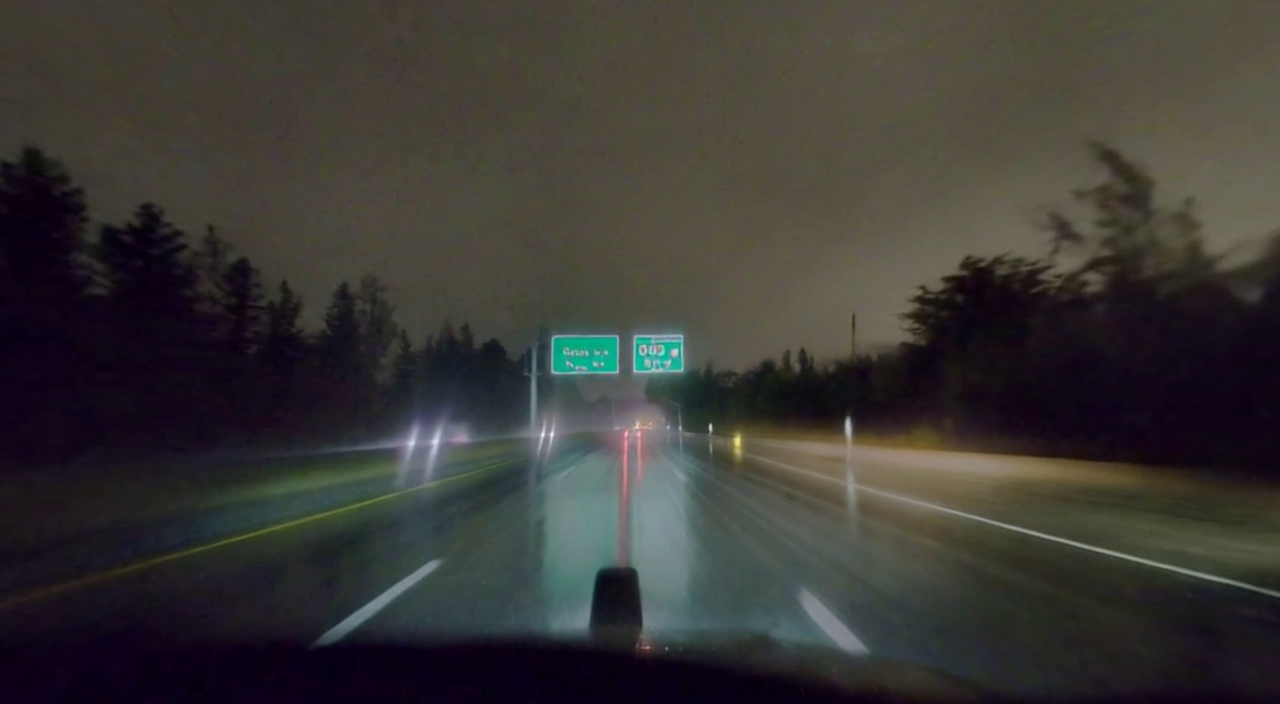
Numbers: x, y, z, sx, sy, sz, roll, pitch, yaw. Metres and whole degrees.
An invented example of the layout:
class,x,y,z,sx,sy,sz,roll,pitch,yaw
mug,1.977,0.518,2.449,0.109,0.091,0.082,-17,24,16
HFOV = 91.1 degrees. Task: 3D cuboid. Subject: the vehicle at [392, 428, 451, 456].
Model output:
class,x,y,z,sx,sy,sz,roll,pitch,yaw
vehicle,-13.241,5.458,38.375,1.949,1.576,4.484,0,-7,0
